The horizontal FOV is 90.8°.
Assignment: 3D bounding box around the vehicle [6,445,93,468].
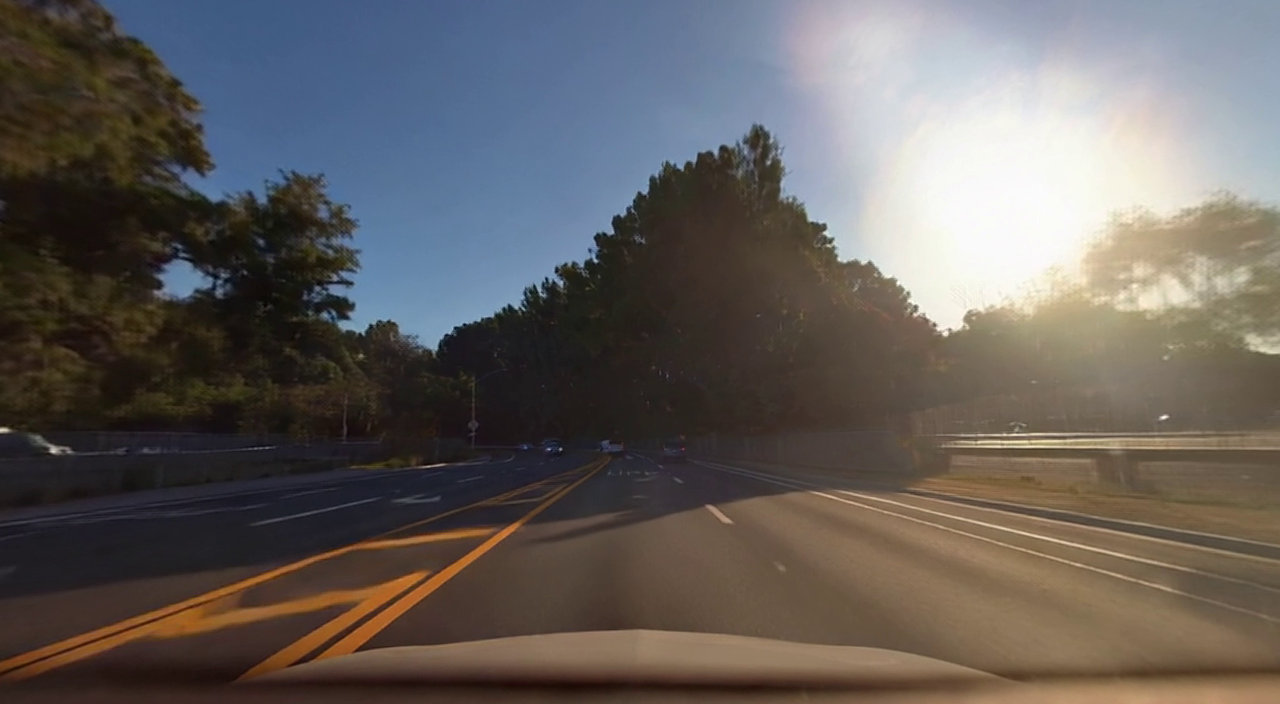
[{"bbox_3d":[-41.256,7.265,44.293,1.821,1.505,4.484,0,-8,-1],"label":"vehicle"}]
